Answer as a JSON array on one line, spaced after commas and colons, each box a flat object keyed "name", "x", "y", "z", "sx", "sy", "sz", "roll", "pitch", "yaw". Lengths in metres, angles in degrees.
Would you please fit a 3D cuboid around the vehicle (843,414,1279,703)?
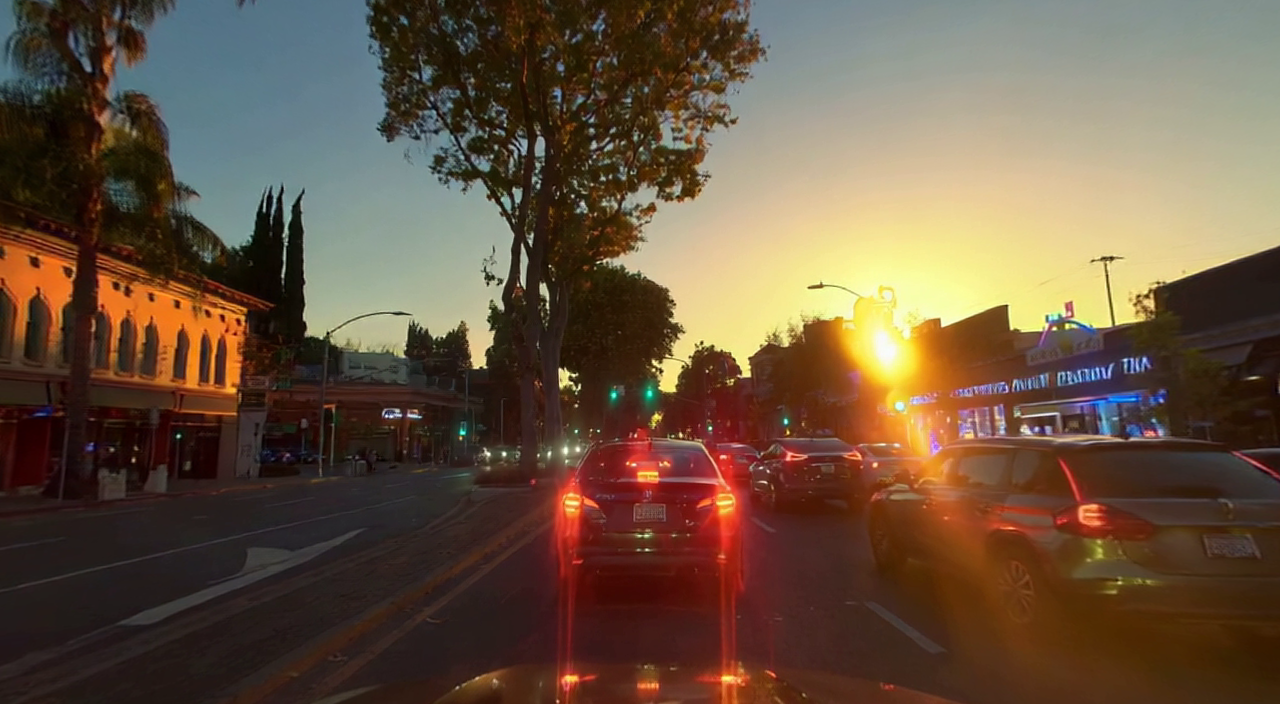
[{"name": "vehicle", "x": 3.399, "y": 1.379, "z": 5.389, "sx": 1.988, "sy": 1.480, "sz": 4.195, "roll": 0, "pitch": -9, "yaw": 1}]

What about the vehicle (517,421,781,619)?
[{"name": "vehicle", "x": 0.057, "y": 1.550, "z": 6.666, "sx": 2.006, "sy": 1.487, "sz": 3.535, "roll": 0, "pitch": -9, "yaw": 0}]
